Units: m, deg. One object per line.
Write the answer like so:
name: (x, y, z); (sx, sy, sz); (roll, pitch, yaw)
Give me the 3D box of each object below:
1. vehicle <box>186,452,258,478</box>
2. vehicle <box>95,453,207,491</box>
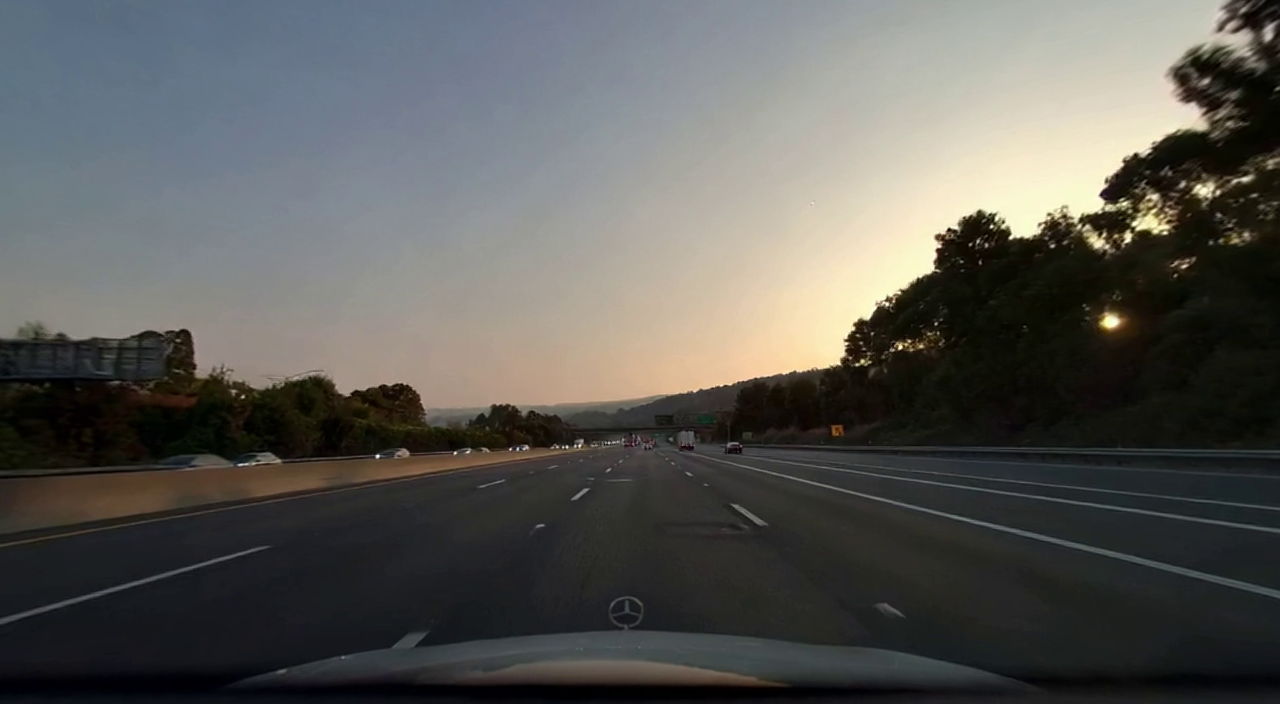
vehicle: (-30.933, 8.323, 46.837); (2.165, 1.749, 4.673); (0, -8, 0)
vehicle: (-23.498, 5.732, 30.531); (1.928, 1.618, 4.351); (0, -8, 0)
